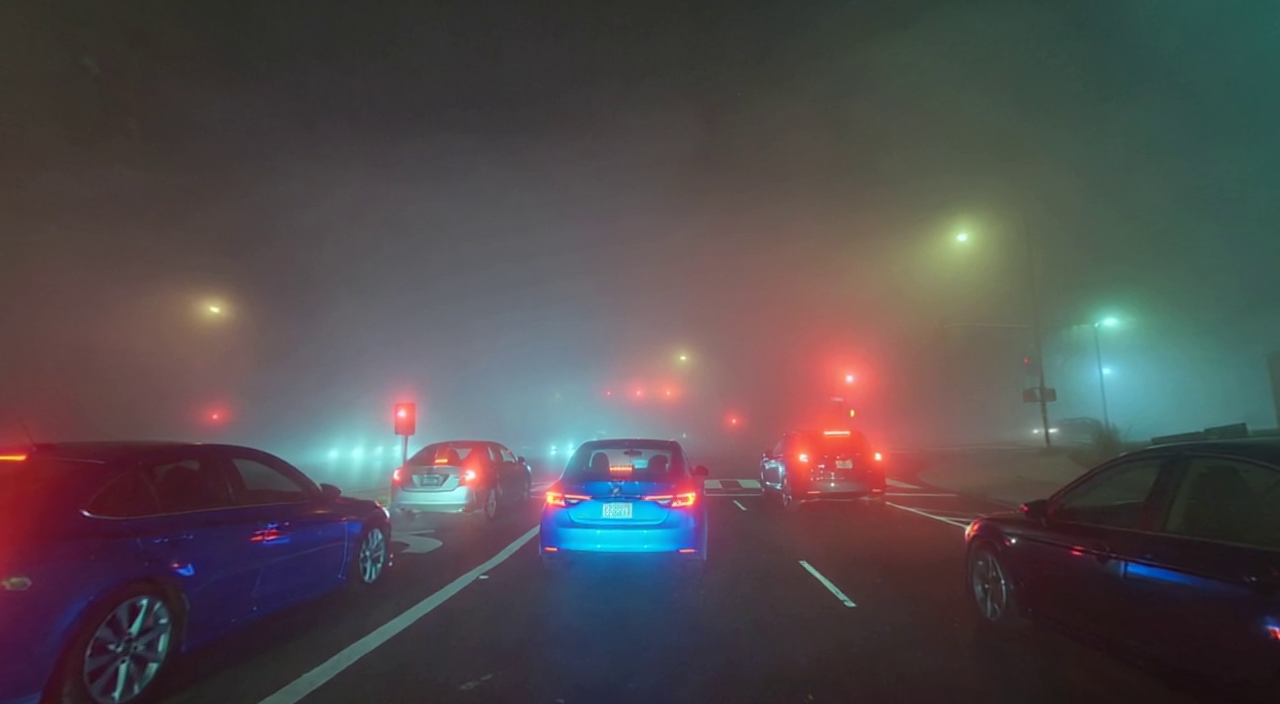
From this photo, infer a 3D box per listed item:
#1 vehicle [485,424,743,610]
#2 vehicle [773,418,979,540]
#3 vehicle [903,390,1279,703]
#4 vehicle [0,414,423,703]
[{"bbox_3d":[-0.197,1.625,7.122,2.059,1.477,3.988,0,-8,0],"label":"vehicle"},{"bbox_3d":[3.763,2.100,11.015,2.007,1.683,4.171,0,-8,1],"label":"vehicle"},{"bbox_3d":[3.413,1.075,3.572,1.981,1.499,4.536,0,-8,2],"label":"vehicle"},{"bbox_3d":[-3.407,1.299,4.717,1.980,1.454,4.226,0,-8,1],"label":"vehicle"}]
